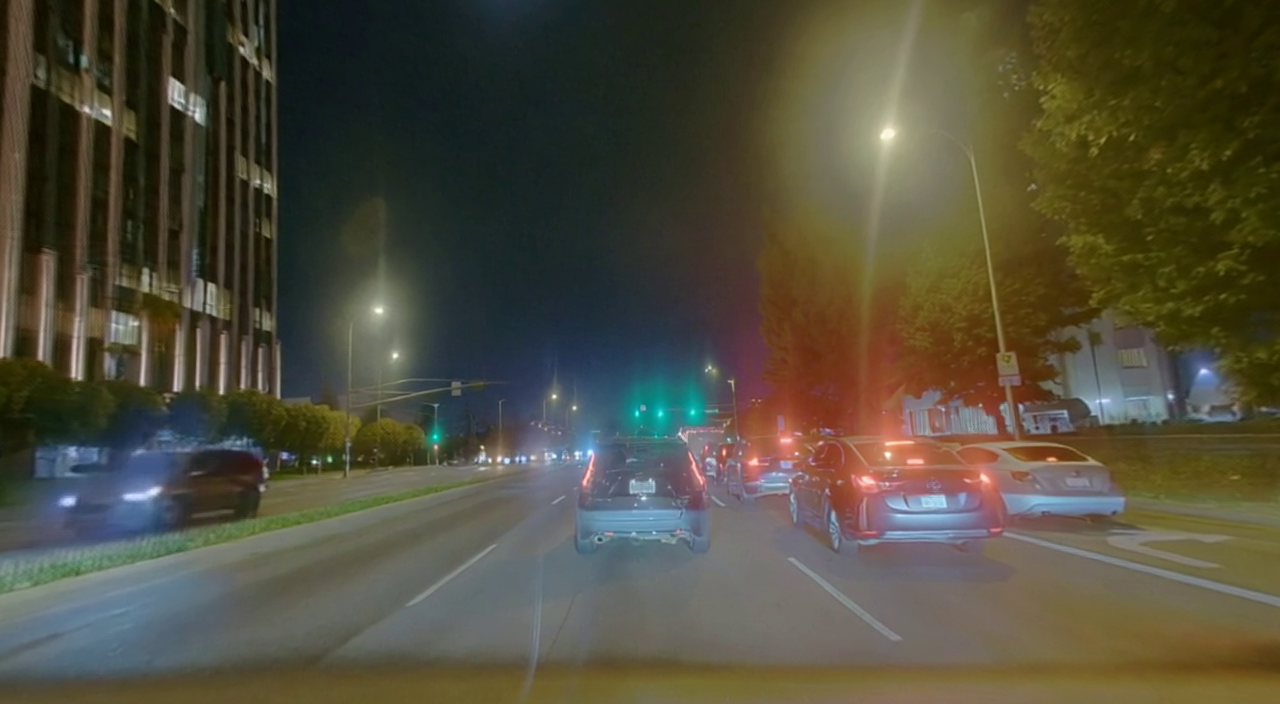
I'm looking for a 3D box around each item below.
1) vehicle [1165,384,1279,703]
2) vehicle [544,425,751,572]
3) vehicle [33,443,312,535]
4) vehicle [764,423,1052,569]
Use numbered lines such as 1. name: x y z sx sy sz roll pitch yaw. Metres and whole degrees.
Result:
1. vehicle: 3.210 0.577 0.256 1.982 1.491 4.664 0 -8 0
2. vehicle: 0.034 1.799 8.570 2.105 1.474 4.127 0 -8 -1
3. vehicle: -9.184 2.682 13.175 2.000 1.519 4.964 0 -8 0
4. vehicle: 3.228 1.824 8.859 1.995 1.483 4.533 0 -8 -1
